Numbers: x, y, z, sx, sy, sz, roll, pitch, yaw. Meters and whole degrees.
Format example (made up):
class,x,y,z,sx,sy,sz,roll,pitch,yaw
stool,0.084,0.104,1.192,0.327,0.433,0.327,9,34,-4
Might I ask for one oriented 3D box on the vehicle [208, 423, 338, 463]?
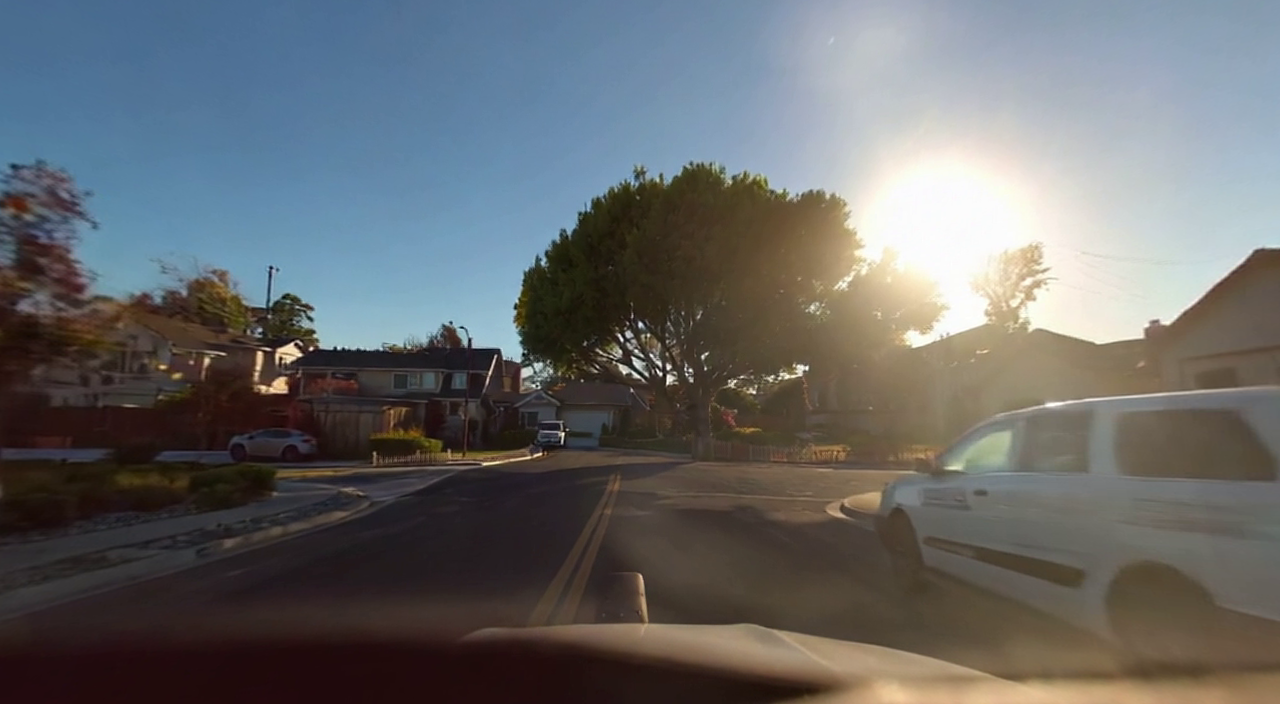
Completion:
class,x,y,z,sx,sy,sz,roll,pitch,yaw
vehicle,-17.063,4.284,29.557,4.722,1.730,2.109,0,-11,3

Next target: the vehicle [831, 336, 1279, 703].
class,x,y,z,sx,sy,sz,roll,pitch,yaw
vehicle,3.056,1.084,3.938,2.074,1.646,5.457,2,-8,0
